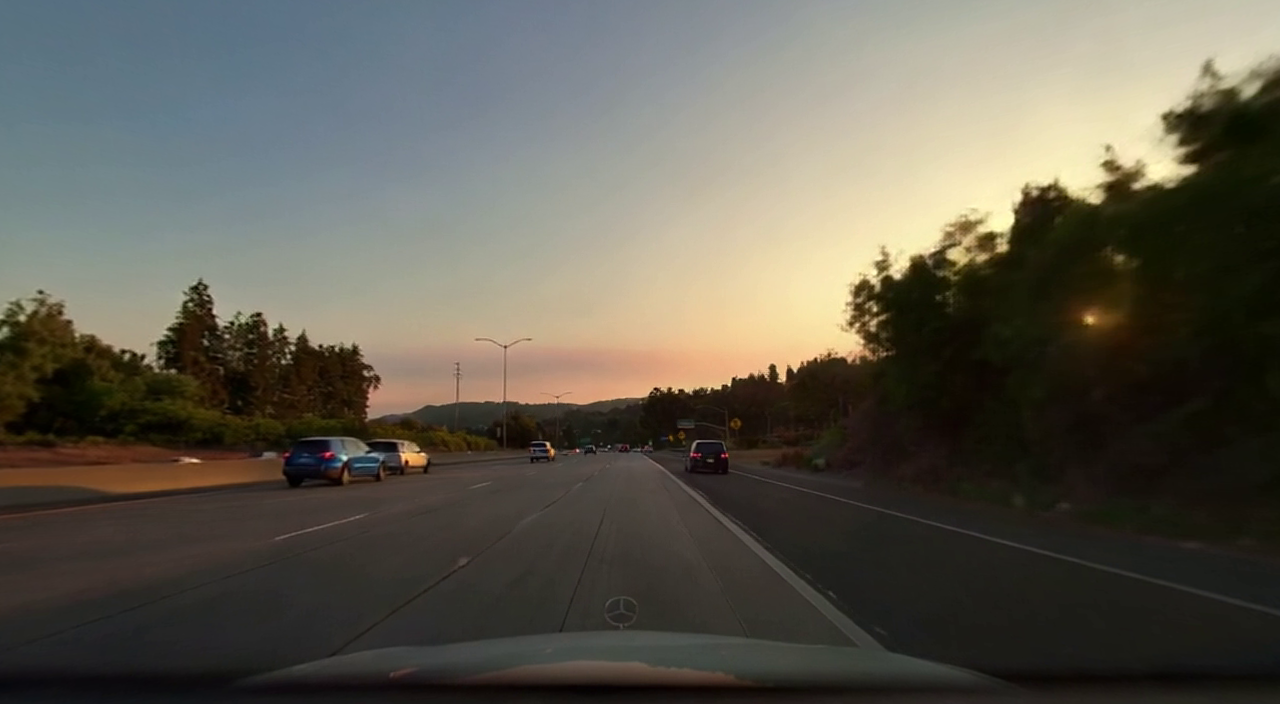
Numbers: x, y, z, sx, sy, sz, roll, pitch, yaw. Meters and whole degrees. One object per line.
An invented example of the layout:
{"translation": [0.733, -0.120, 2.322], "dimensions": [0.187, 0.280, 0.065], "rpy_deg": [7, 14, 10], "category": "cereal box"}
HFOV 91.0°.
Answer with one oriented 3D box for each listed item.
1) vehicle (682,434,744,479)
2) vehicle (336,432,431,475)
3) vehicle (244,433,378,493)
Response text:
{"translation": [3.231, 4.760, 28.916], "dimensions": [2.184, 1.892, 4.763], "rpy_deg": [0, -9, -2], "category": "vehicle"}
{"translation": [-14.795, 5.921, 36.886], "dimensions": [2.736, 2.262, 6.533], "rpy_deg": [0, -9, 1], "category": "vehicle"}
{"translation": [-11.256, 3.818, 22.019], "dimensions": [2.137, 1.873, 4.687], "rpy_deg": [0, -9, 0], "category": "vehicle"}
